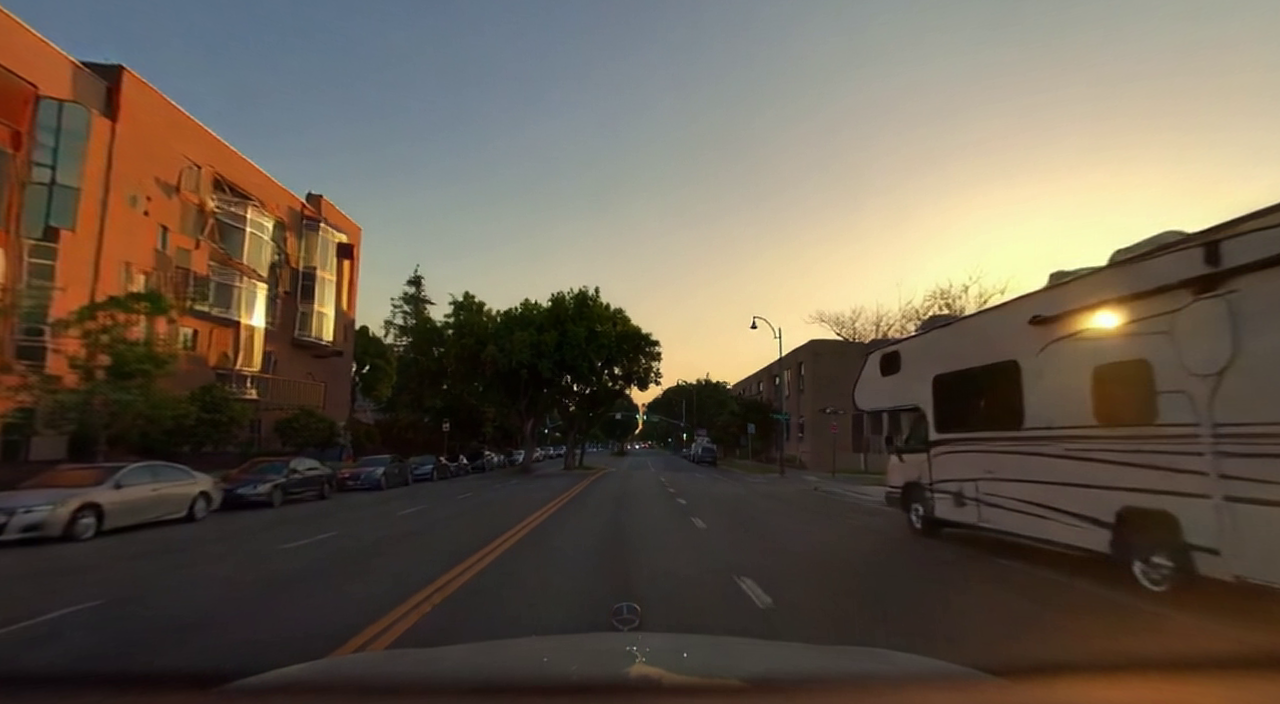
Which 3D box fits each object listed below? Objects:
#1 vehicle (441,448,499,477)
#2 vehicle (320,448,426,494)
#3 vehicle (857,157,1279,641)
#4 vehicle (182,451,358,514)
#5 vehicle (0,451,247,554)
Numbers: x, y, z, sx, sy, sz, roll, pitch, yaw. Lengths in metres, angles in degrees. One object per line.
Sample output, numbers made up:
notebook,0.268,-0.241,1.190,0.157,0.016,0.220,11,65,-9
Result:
vehicle,-10.132,6.592,38.081,1.995,1.564,5.321,0,-8,0
vehicle,-10.030,4.464,24.218,1.918,1.535,4.834,0,-8,1
vehicle,6.071,0.780,7.599,3.102,3.473,9.734,0,-8,-2
vehicle,-10.030,3.526,17.723,1.959,1.451,4.990,0,-8,-1
vehicle,-9.986,2.616,11.824,2.078,1.427,4.900,0,-8,0
